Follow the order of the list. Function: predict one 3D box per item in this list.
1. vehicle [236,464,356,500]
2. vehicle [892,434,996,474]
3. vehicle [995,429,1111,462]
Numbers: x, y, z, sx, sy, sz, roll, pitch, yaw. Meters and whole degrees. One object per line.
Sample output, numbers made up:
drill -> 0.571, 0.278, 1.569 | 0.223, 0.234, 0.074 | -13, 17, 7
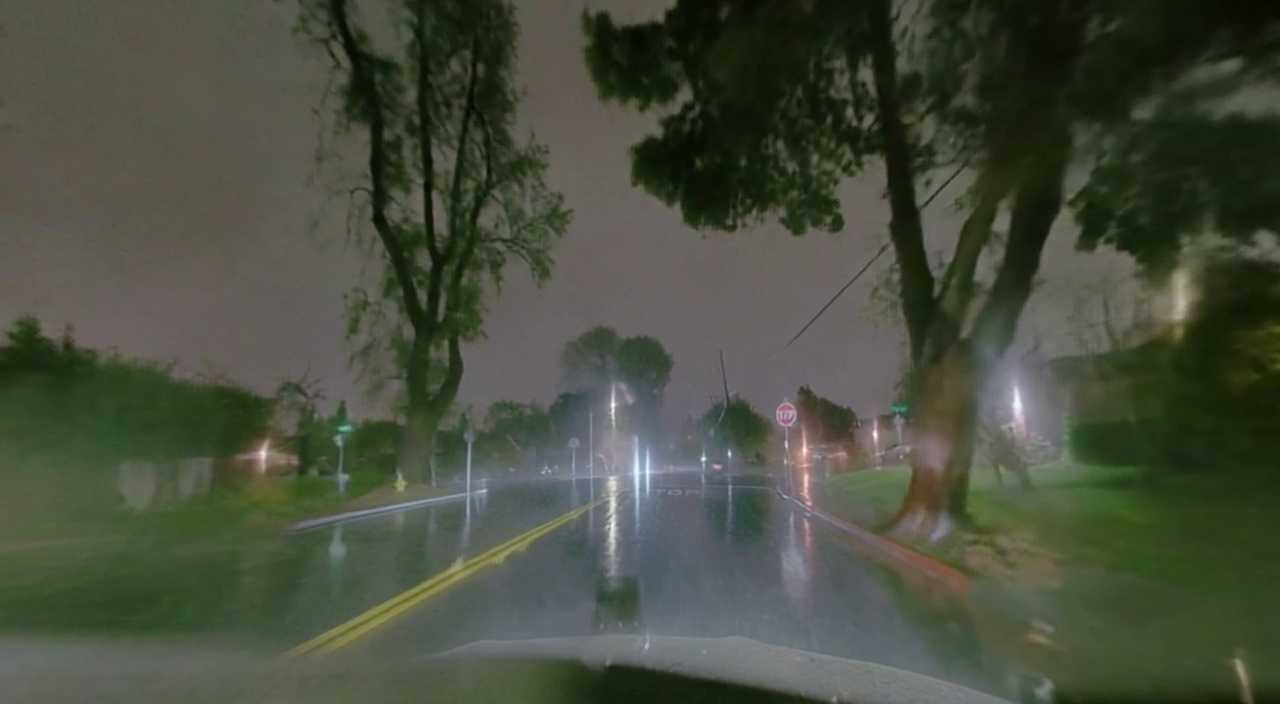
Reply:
vehicle -> -15.541, 5.895, 28.682 | 4.320, 1.443, 1.867 | 0, -8, -4
vehicle -> 17.630, 5.936, 36.735 | 4.788, 1.875, 2.148 | 1, -19, -12
vehicle -> 19.614, 4.472, 30.011 | 4.682, 1.483, 1.917 | 3, -9, -16
